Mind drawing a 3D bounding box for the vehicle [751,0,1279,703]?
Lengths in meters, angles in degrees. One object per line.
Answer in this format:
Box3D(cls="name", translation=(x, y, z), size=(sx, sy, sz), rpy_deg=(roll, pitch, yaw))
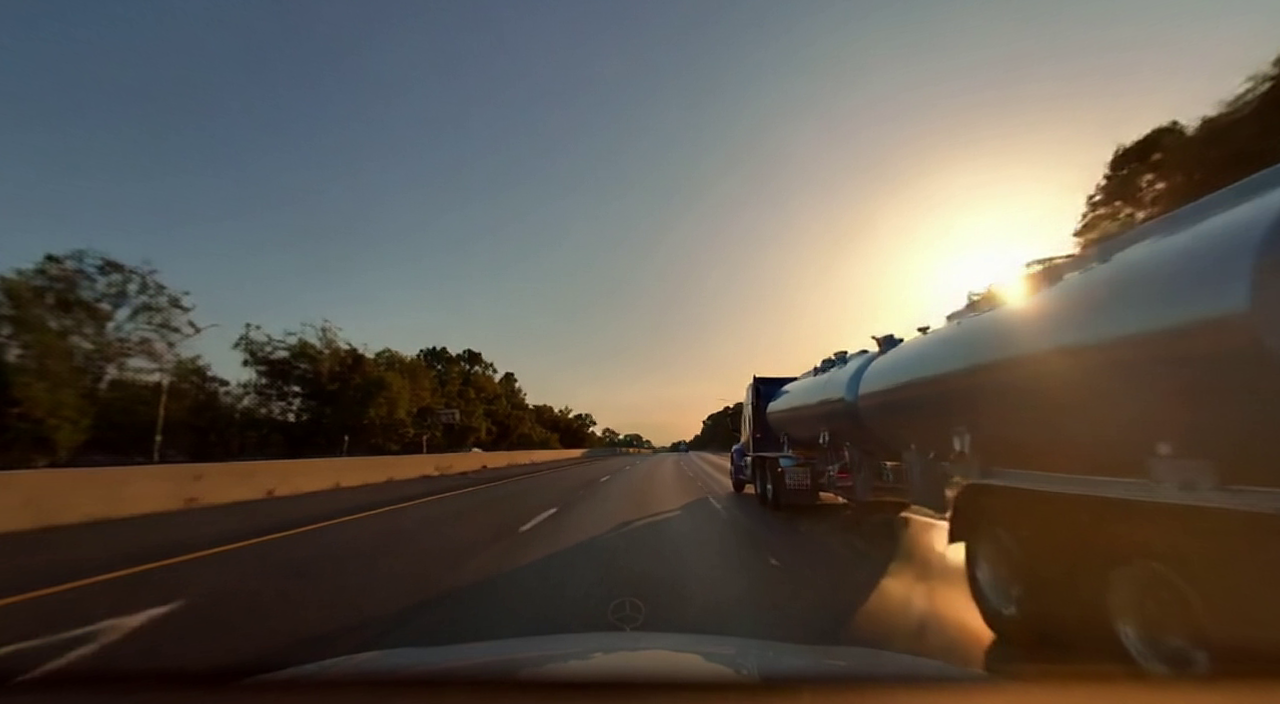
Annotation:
Box3D(cls="vehicle", translation=(4.145, 0.890, 8.237), size=(2.880, 3.624, 14.397), rpy_deg=(-1, -8, 0))
